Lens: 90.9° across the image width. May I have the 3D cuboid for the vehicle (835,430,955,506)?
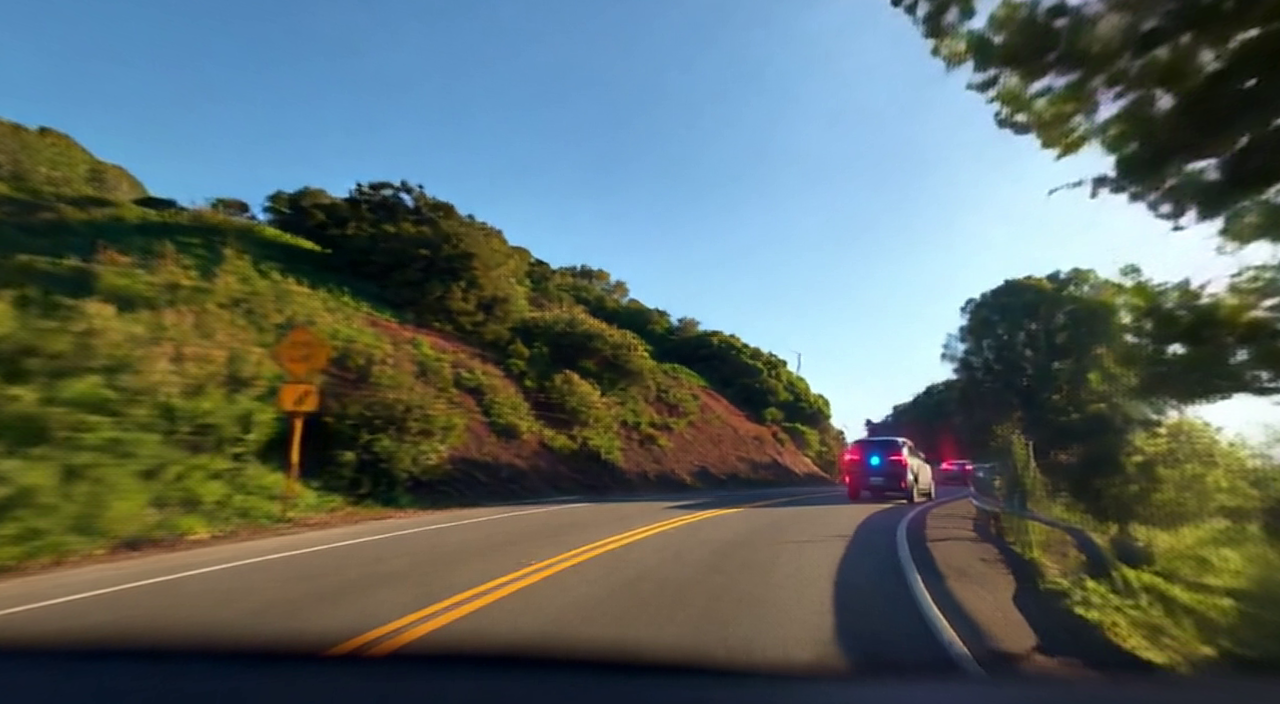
[{"bbox_3d":[8.116,3.497,19.673,2.500,1.961,5.637,-4,-10,31],"label":"vehicle"}]
